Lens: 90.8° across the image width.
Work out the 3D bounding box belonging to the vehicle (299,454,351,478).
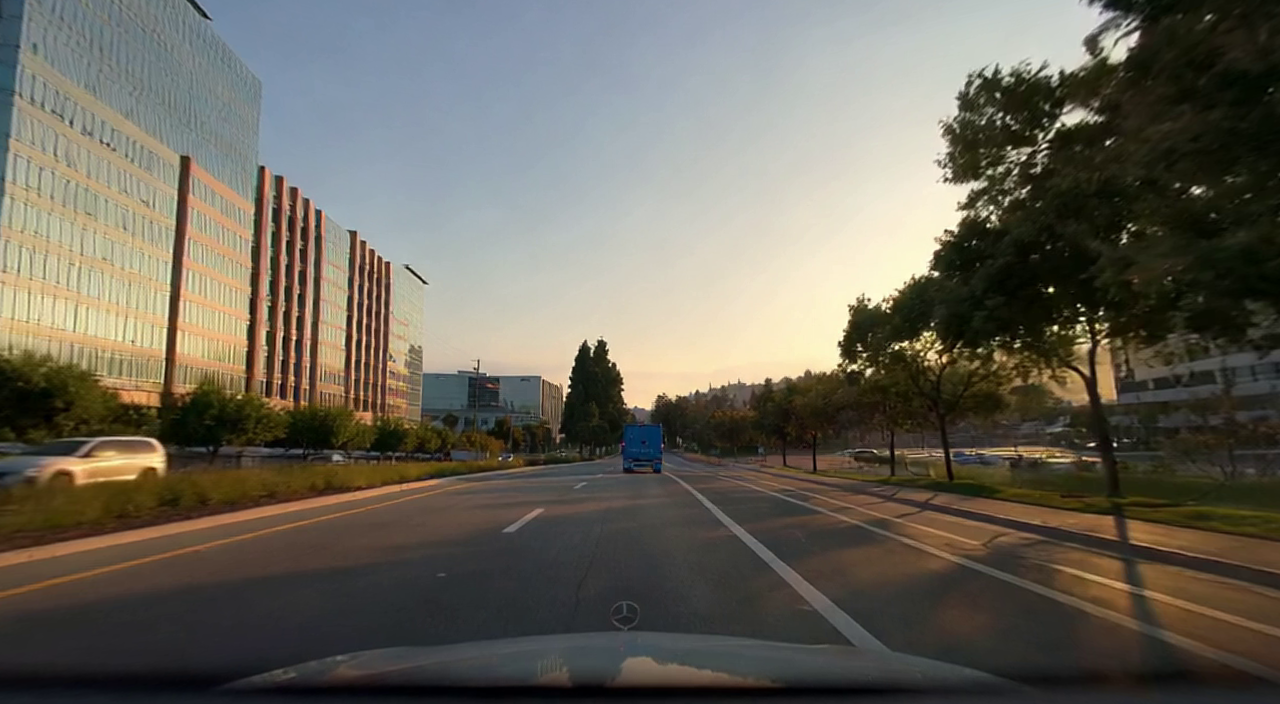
[{"bbox_3d":[-23.051,8.322,46.386,1.797,1.585,3.957,0,-8,0],"label":"vehicle"}]

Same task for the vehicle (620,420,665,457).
[{"bbox_3d":[0.052,4.594,33.364,2.178,1.829,4.932,0,-9,-1],"label":"vehicle"}]

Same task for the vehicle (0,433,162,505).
[{"bbox_3d":[-19.388,3.836,21.243,2.182,2.060,5.571,0,-8,0],"label":"vehicle"}]
